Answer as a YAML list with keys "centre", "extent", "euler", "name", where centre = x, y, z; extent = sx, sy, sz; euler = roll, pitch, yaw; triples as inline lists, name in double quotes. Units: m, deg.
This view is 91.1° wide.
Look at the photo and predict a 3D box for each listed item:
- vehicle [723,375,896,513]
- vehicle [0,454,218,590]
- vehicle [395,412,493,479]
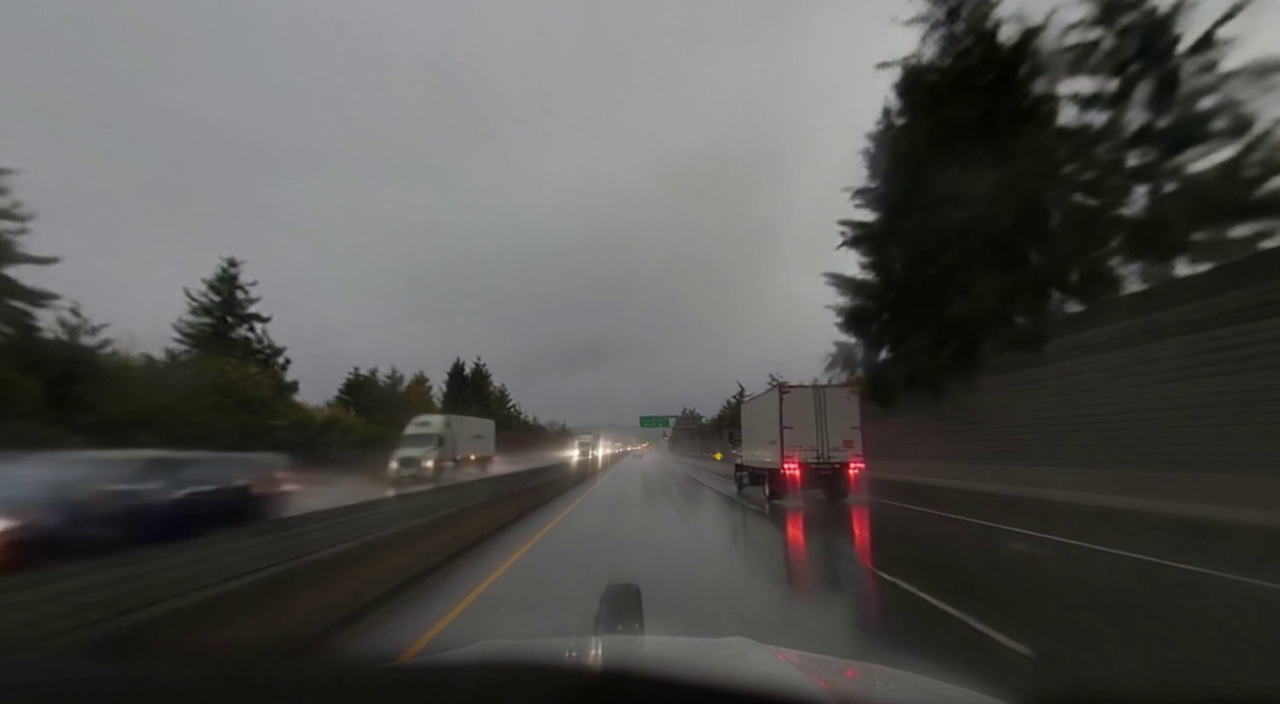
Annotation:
- centre: [3.933, 2.398, 16.374]
  extent: [2.449, 2.805, 6.763]
  euler: [0, -9, -1]
  name: "vehicle"
- centre: [-7.872, 2.127, 8.482]
  extent: [1.800, 1.441, 3.633]
  euler: [0, -9, 0]
  name: "vehicle"
- centre: [-12.814, 6.326, 42.398]
  extent: [3.343, 3.928, 10.064]
  euler: [0, -9, 0]
  name: "vehicle"
